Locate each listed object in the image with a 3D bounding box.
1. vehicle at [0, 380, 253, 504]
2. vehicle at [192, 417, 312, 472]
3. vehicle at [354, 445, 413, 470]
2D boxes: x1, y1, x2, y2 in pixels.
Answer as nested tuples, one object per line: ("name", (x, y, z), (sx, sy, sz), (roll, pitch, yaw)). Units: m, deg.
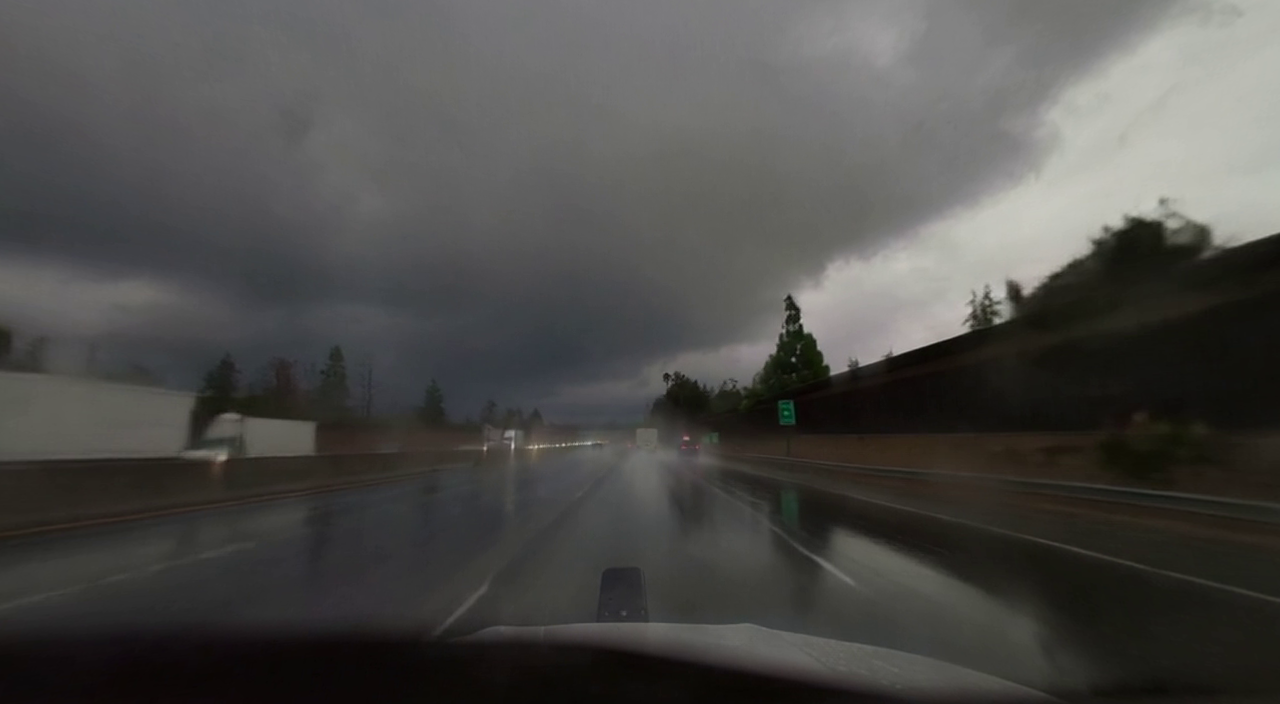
("vehicle", (-19.578, 3.324, 23.074), (2.809, 3.503, 12.263), (0, -8, 1))
("vehicle", (-23.615, 5.713, 38.811), (2.858, 3.052, 6.823), (0, -8, 1))
("vehicle", (-15.433, 6.350, 38.092), (1.840, 1.450, 4.058), (0, -8, 1))
